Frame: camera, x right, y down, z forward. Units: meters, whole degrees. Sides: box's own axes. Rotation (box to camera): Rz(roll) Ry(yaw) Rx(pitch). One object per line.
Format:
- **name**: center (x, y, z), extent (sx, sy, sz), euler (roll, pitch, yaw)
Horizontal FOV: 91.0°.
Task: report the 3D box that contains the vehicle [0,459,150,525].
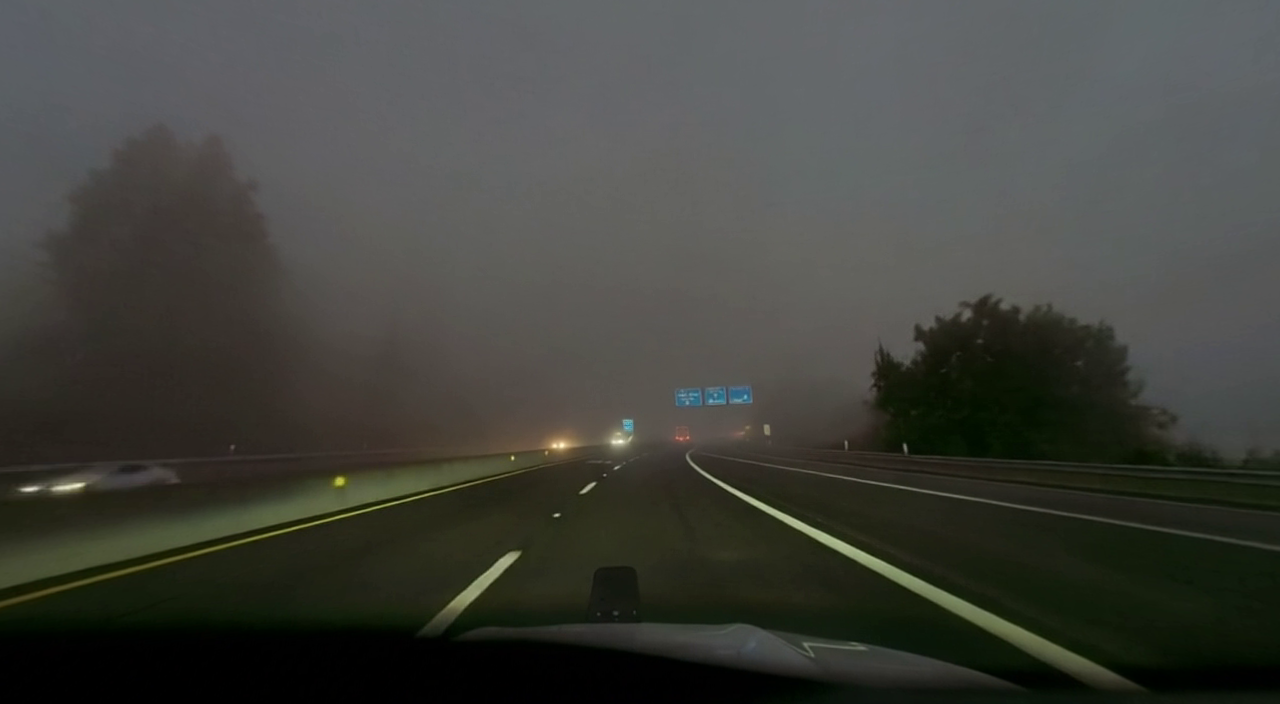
- **vehicle**: center (-15.752, 3.692, 17.018), extent (1.938, 1.469, 3.725), euler (-1, -8, 0)
